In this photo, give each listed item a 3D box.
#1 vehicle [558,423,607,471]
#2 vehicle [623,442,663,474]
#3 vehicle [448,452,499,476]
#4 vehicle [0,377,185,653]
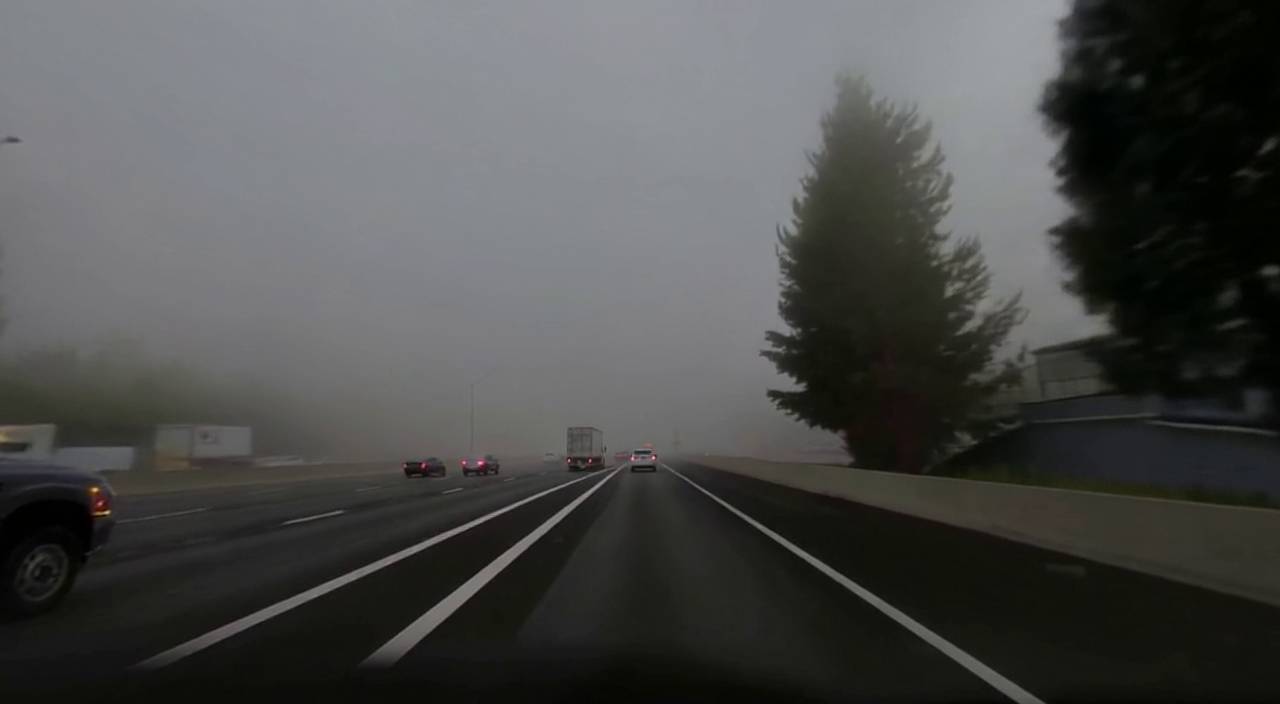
[{"bbox_3d":[-4.374,7.472,49.667,2.796,3.426,8.553,-1,-9,2],"label":"vehicle"},{"bbox_3d":[0.171,6.272,37.564,2.227,1.794,4.646,0,-9,1],"label":"vehicle"},{"bbox_3d":[-11.125,7.519,42.529,1.928,1.480,4.823,-1,-9,2],"label":"vehicle"},{"bbox_3d":[-5.338,0.963,3.404,2.200,1.793,4.586,-1,-9,2],"label":"vehicle"}]
